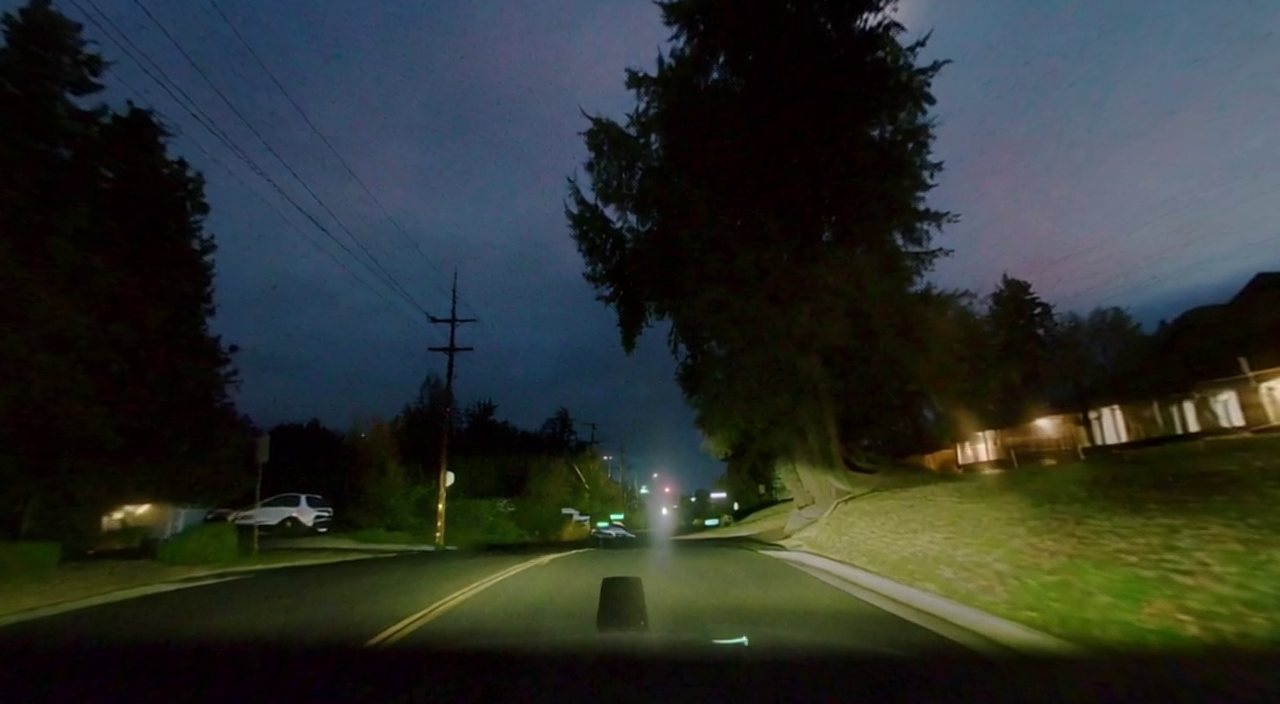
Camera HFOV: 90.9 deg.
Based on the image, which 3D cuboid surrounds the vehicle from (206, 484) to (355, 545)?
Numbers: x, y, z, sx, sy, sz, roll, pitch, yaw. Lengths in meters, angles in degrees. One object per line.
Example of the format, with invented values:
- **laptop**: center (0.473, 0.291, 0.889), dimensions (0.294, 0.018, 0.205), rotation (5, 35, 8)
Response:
- **vehicle**: center (-16.323, 7.393, 29.274), dimensions (2.301, 2.081, 6.706), rotation (-3, -10, 8)
